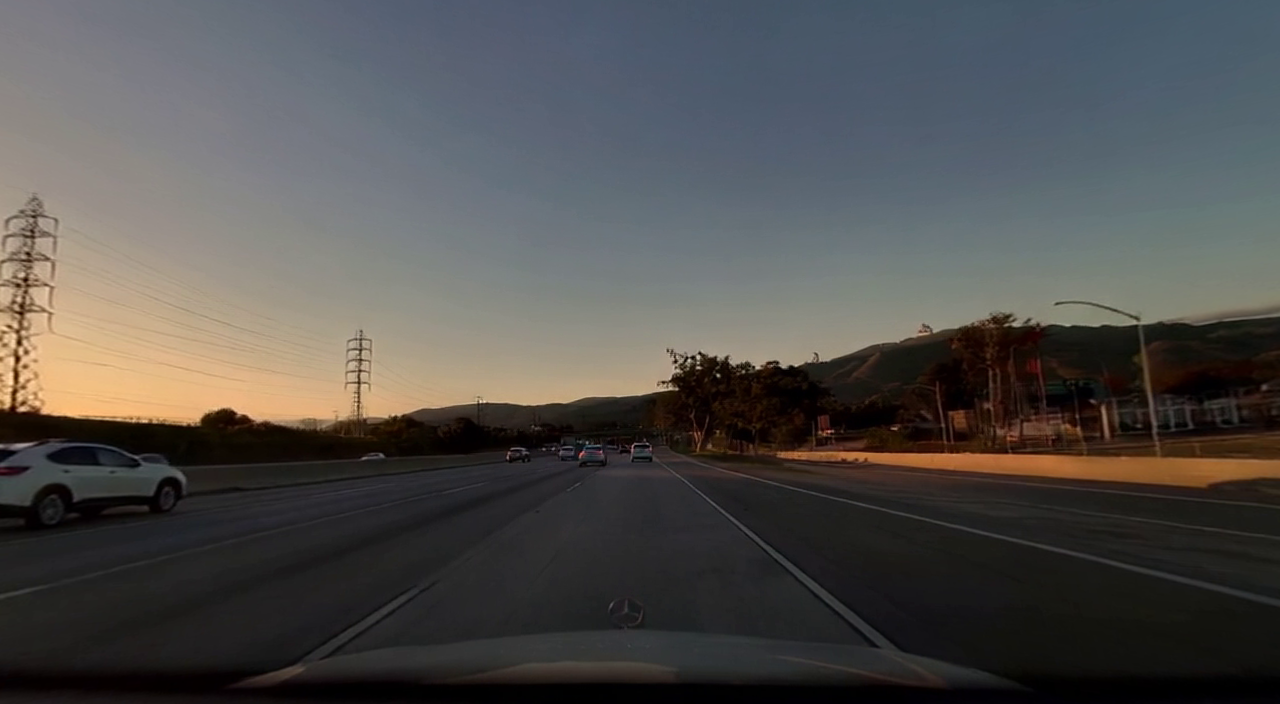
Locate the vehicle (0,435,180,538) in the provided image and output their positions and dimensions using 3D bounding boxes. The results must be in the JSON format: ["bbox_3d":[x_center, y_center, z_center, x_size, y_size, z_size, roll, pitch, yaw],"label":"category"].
[{"bbox_3d":[-11.313,2.447,11.989,2.005,1.649,4.022,-1,-8,1],"label":"vehicle"}]

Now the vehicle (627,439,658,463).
[{"bbox_3d":[0.161,7.569,48.166,2.194,1.737,4.127,0,-8,-1],"label":"vehicle"}]
